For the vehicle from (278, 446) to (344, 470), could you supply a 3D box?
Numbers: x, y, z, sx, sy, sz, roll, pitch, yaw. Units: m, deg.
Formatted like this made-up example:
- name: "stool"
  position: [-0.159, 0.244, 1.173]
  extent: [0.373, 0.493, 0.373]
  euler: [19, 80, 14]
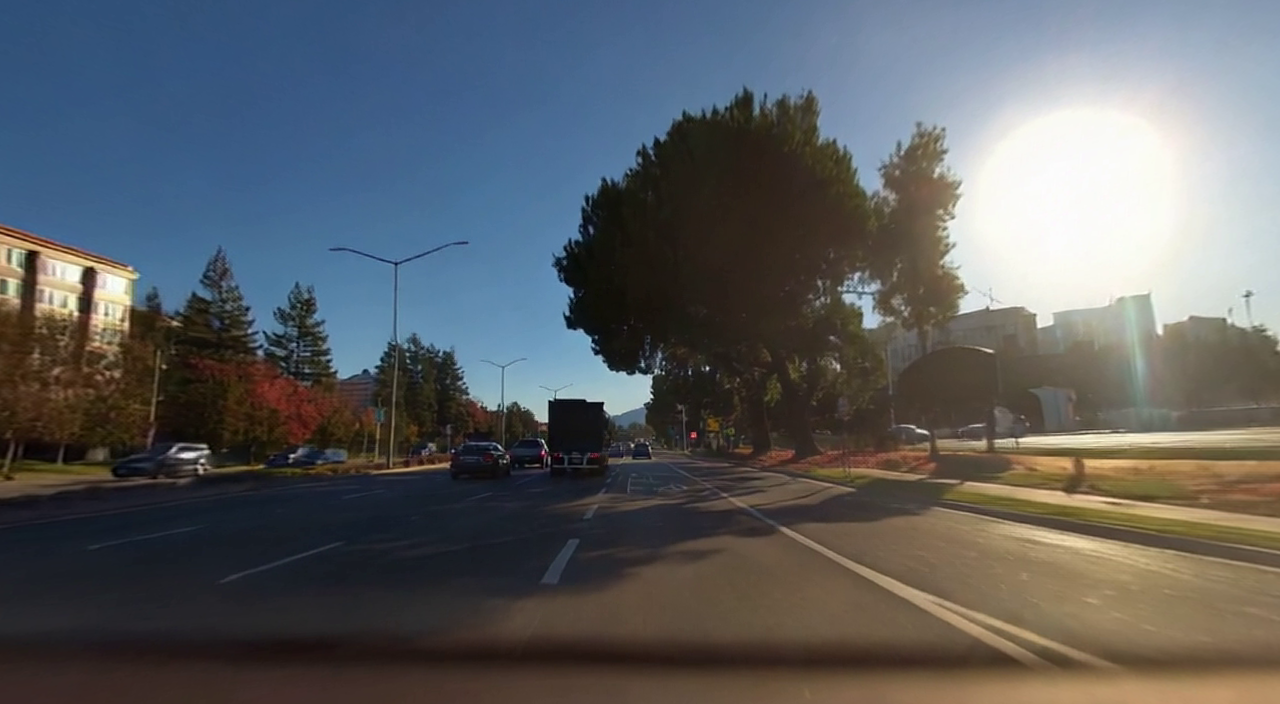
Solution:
- name: "vehicle"
  position: [-21.987, 7.107, 42.175]
  extent: [1.887, 1.488, 4.759]
  euler: [0, -9, 0]

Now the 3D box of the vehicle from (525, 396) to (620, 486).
- name: "vehicle"
  position: [-2.411, 3.561, 24.901]
  extent: [2.993, 3.051, 6.692]
  euler: [0, -9, 0]

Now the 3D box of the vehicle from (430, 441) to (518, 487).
- name: "vehicle"
  position: [-5.804, 3.956, 22.471]
  extent: [2.023, 1.483, 4.143]
  euler: [0, -9, 0]

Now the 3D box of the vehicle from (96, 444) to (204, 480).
- name: "vehicle"
  position: [-25.486, 5.735, 32.931]
  extent: [1.937, 1.706, 4.617]
  euler: [0, -9, 0]
